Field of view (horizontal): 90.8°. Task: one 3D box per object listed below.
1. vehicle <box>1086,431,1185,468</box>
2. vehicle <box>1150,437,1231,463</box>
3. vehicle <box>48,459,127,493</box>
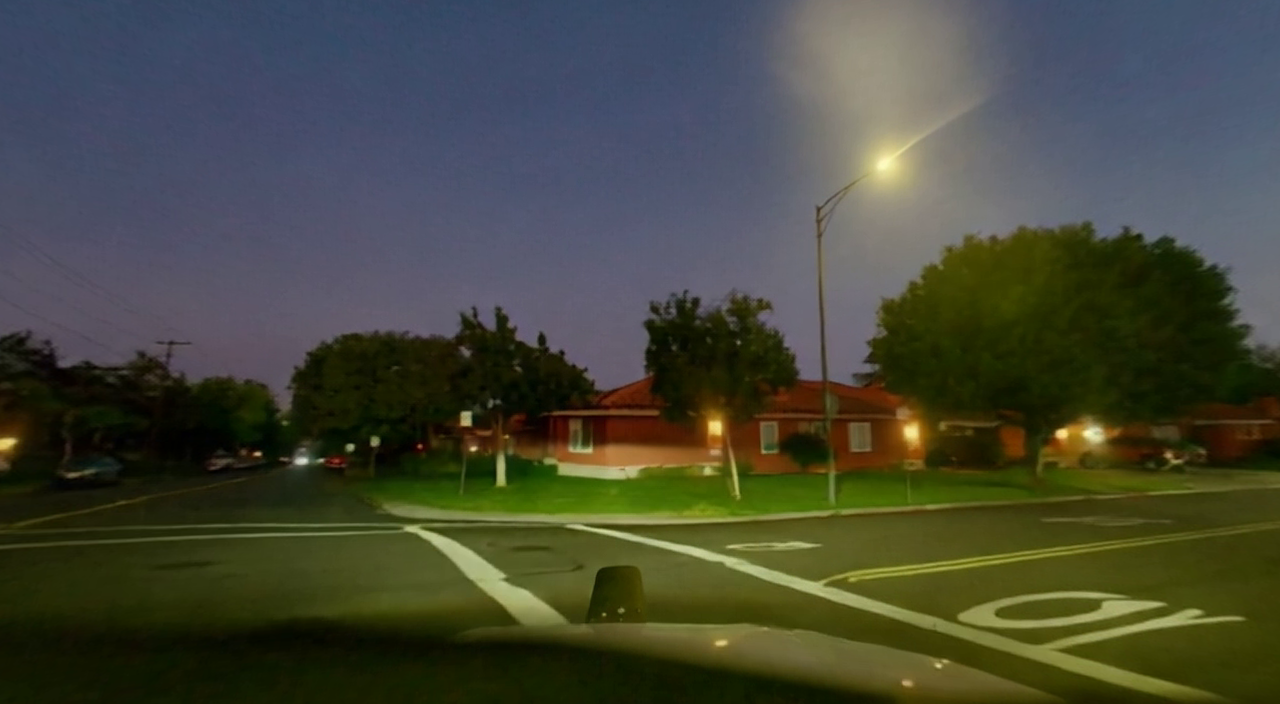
[{"bbox_3d":[28.797,5.696,36.703,5.161,1.829,2.034,6,-10,-21],"label":"vehicle"},{"bbox_3d":[40.229,7.158,46.149,5.099,1.746,2.139,3,-12,-22],"label":"vehicle"},{"bbox_3d":[-28.448,6.347,32.697,2.036,1.546,4.705,5,-10,-29],"label":"vehicle"}]
